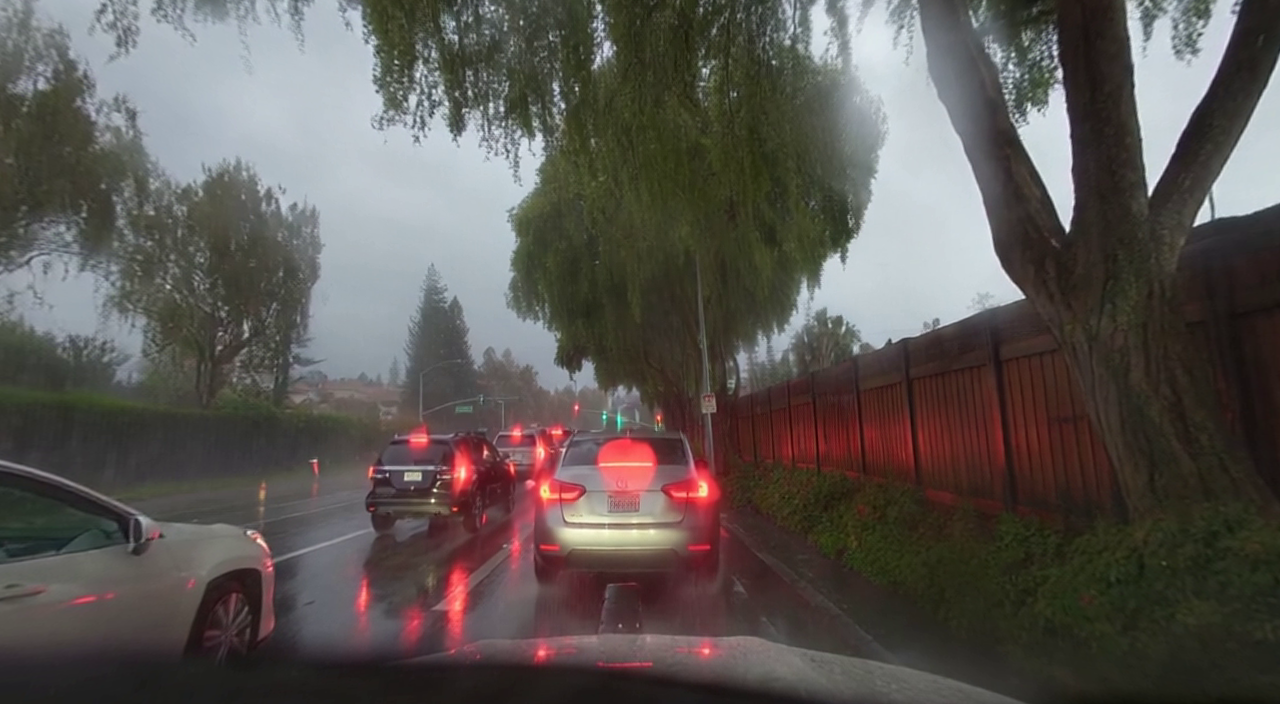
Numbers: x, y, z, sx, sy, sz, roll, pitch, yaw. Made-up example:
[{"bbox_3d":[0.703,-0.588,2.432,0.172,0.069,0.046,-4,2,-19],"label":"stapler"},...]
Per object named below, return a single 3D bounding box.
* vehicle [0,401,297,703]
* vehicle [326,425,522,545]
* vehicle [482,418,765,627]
[{"bbox_3d":[-3.152,0.853,1.569,1.980,1.520,4.636,0,-8,0],"label":"vehicle"},{"bbox_3d":[-3.229,2.041,10.263,1.850,1.582,3.688,0,-8,0],"label":"vehicle"},{"bbox_3d":[-0.143,1.493,6.451,1.995,1.460,3.865,0,-8,-1],"label":"vehicle"}]
